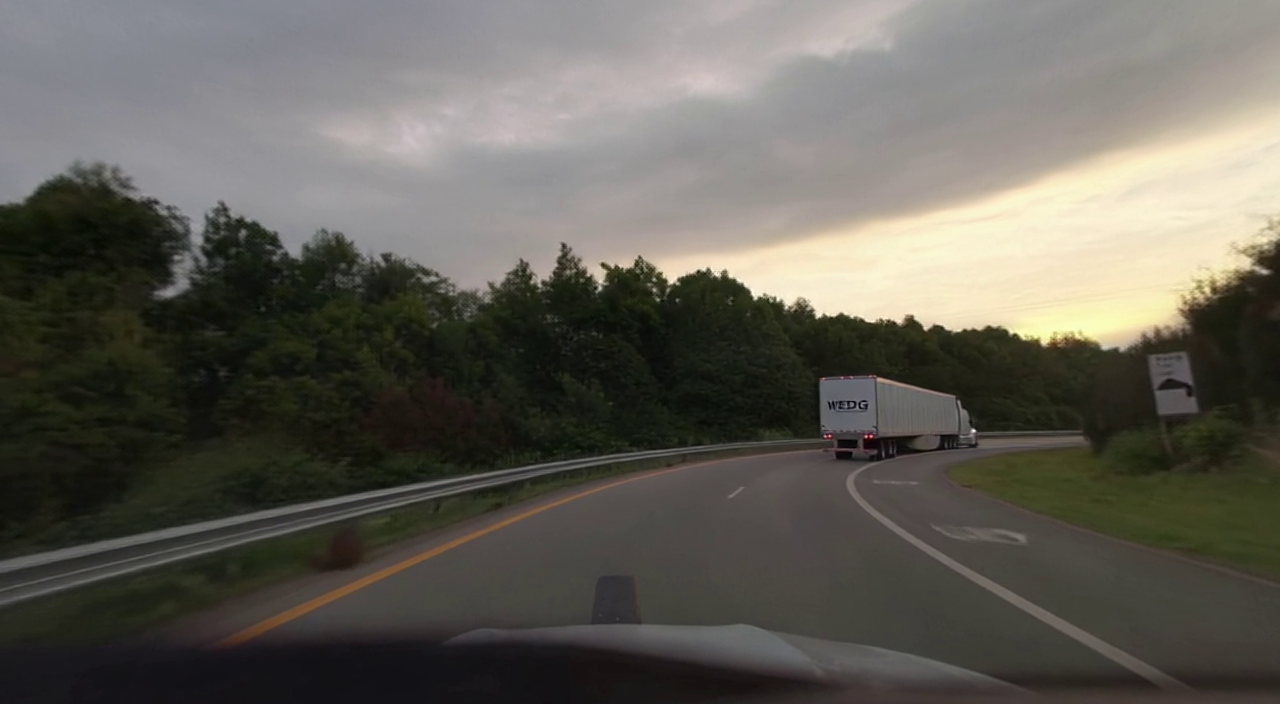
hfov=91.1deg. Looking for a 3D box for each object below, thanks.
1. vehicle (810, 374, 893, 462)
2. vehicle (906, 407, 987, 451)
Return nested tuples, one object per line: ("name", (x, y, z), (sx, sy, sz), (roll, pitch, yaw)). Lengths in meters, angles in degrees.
("vehicle", (9.795, 3.085, 28.959), (2.963, 3.771, 3.137), (-4, -9, 28))
("vehicle", (19.238, 4.854, 39.222), (6.650, 2.524, 2.120), (7, -10, -42))
